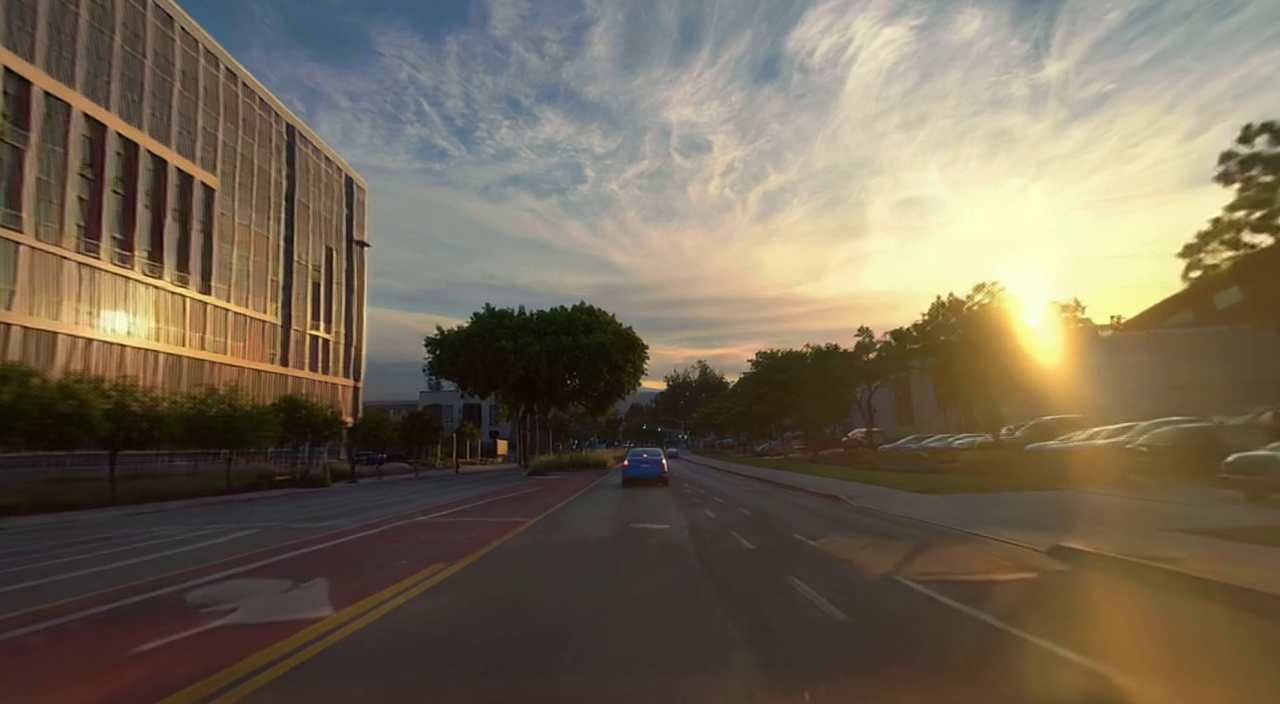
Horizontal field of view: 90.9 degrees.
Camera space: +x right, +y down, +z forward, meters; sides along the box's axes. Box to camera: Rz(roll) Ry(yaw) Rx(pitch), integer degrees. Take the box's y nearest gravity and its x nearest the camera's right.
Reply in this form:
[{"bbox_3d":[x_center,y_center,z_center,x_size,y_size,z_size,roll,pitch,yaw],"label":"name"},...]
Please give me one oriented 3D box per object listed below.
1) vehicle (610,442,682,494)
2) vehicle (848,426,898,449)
[{"bbox_3d":[0.158,3.664,20.246,2.063,1.442,4.135,0,-9,0],"label":"vehicle"},{"bbox_3d":[15.780,5.834,42.824,1.979,1.460,3.848,-1,-9,2],"label":"vehicle"}]
